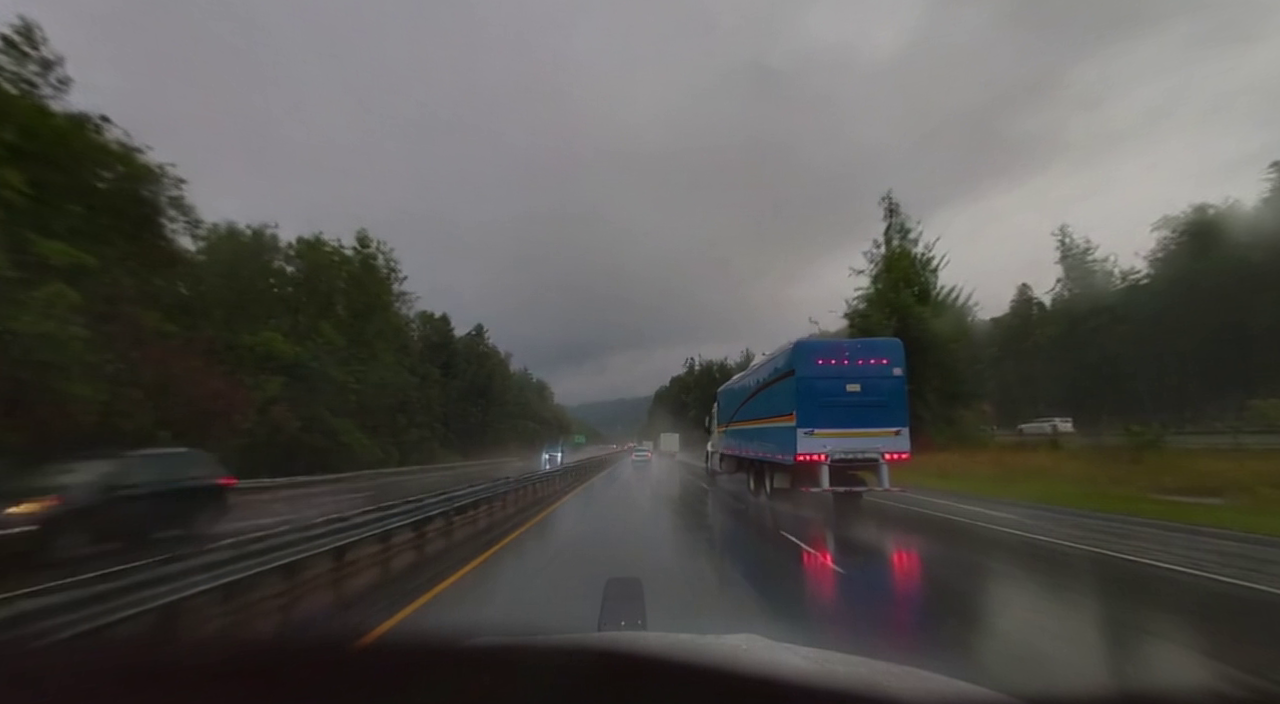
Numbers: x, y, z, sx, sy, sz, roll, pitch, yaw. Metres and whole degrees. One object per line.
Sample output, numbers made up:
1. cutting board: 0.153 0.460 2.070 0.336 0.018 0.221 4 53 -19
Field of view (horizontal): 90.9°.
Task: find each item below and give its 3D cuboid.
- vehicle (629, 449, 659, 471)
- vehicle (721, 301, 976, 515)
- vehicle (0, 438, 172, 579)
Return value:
1. vehicle: 0.284 7.190 42.122 1.926 1.386 3.615 0 -9 0
2. vehicle: 4.875 2.131 19.236 2.939 4.129 14.300 0 -9 0
3. vehicle: -8.503 1.890 7.777 2.081 1.624 4.314 0 -9 0
